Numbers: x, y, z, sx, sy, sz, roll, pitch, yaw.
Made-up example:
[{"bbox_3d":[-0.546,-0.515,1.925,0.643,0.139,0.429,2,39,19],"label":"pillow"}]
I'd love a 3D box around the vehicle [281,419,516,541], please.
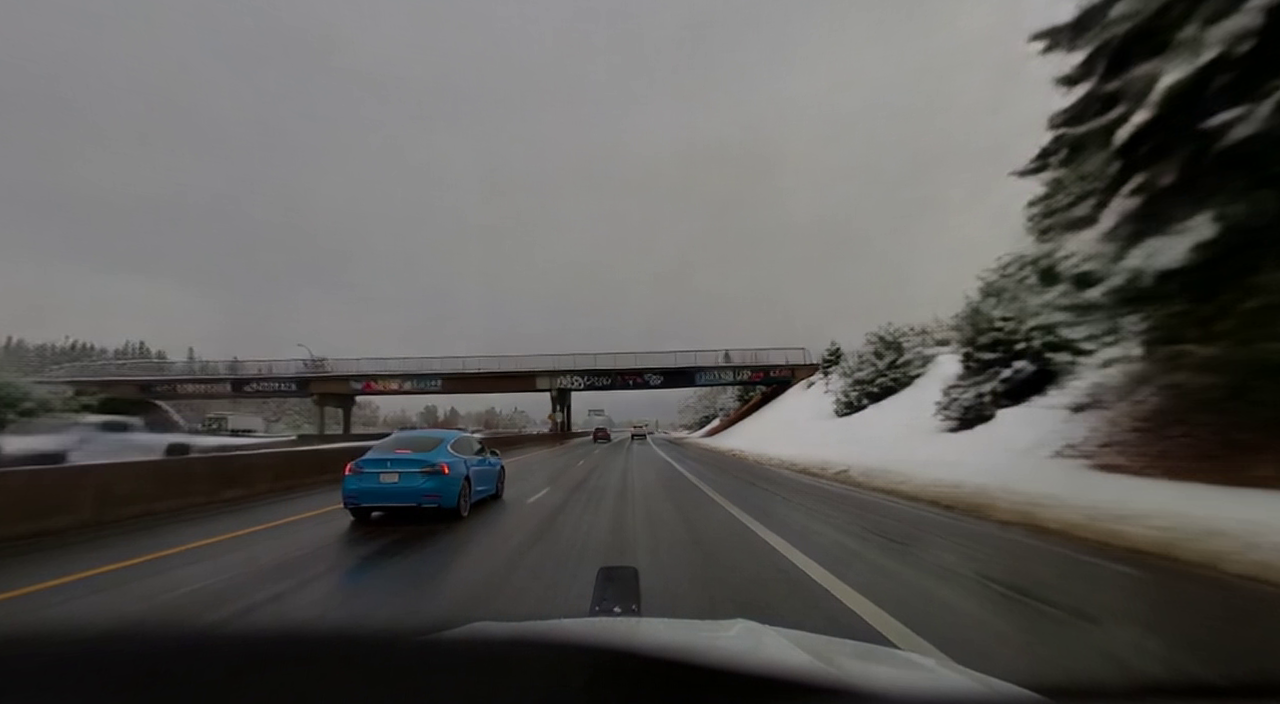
[{"bbox_3d":[-3.542,1.943,10.404,2.108,1.555,4.574,0,-7,-1],"label":"vehicle"}]

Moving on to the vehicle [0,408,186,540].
[{"bbox_3d":[-9.297,1.710,9.152,2.140,1.682,4.426,0,-8,-1],"label":"vehicle"}]
